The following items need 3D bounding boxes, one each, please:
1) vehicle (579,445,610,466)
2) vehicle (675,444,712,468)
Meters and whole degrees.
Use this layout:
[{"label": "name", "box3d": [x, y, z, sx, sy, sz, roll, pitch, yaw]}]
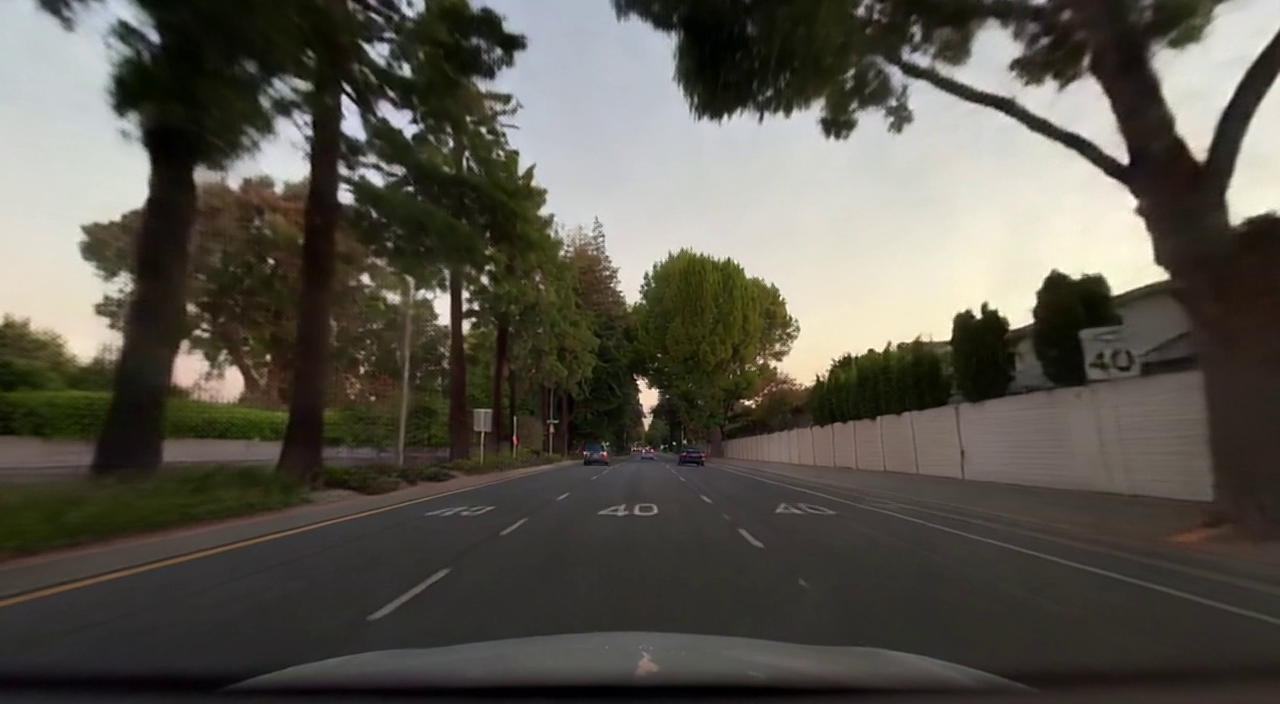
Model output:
[{"label": "vehicle", "box3d": [-3.421, 7.942, 48.529, 2.011, 1.480, 4.517, 0, -9, 1]}, {"label": "vehicle", "box3d": [3.480, 6.898, 41.844, 1.992, 1.511, 4.464, 0, -9, 0]}]
